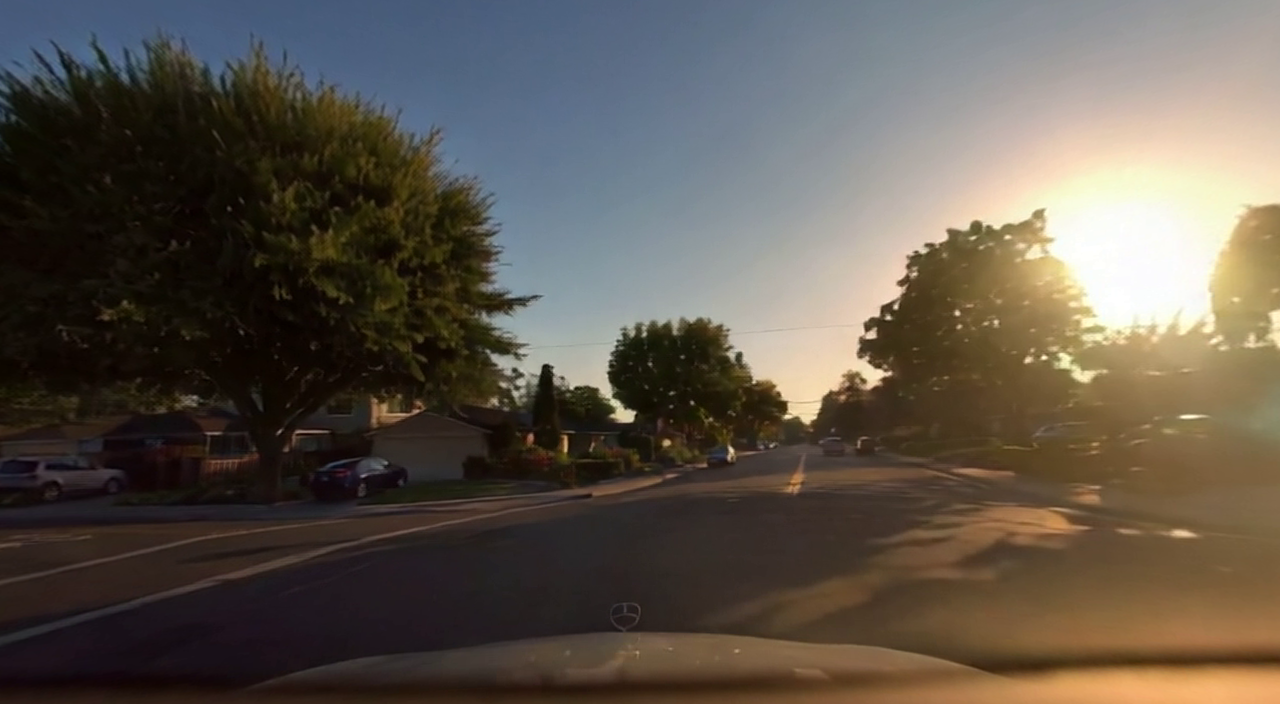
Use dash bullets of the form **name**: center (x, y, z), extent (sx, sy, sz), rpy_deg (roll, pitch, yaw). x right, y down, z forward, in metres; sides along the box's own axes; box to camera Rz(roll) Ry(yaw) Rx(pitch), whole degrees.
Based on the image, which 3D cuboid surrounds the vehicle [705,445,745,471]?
- **vehicle**: center (5.706, 7.010, 41.929), extent (2.075, 1.551, 4.074), rpy_deg (-3, -9, 15)

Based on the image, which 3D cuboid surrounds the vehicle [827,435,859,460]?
- **vehicle**: center (15.038, 7.116, 46.913), extent (2.116, 1.711, 4.155), rpy_deg (-3, -9, 16)

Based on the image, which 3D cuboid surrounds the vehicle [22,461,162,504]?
- **vehicle**: center (-24.527, 5.798, 28.492), extent (1.978, 1.666, 4.230), rpy_deg (-3, -9, 16)

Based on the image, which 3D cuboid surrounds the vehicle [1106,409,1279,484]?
- **vehicle**: center (15.397, 2.732, 18.008), extent (2.130, 1.836, 4.464), rpy_deg (-4, -10, 21)

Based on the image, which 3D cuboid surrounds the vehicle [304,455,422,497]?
- **vehicle**: center (-11.222, 5.037, 25.995), extent (1.917, 1.499, 4.569), rpy_deg (-3, -9, 16)
